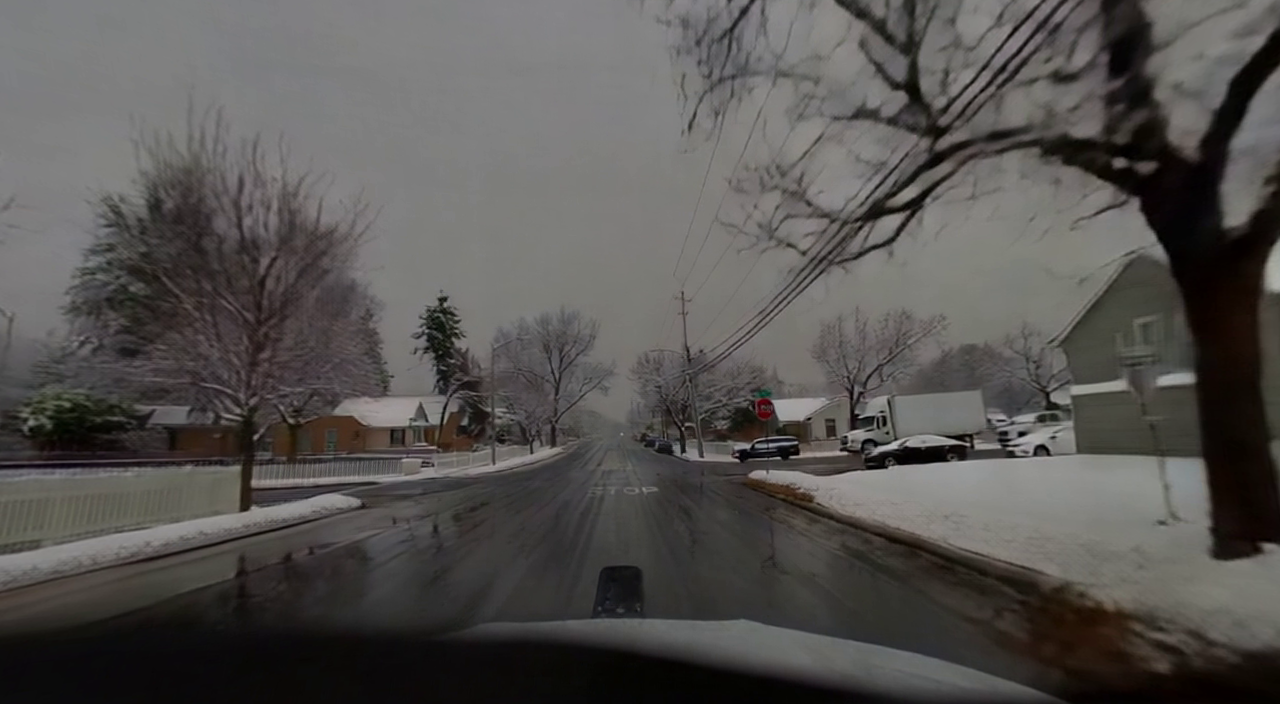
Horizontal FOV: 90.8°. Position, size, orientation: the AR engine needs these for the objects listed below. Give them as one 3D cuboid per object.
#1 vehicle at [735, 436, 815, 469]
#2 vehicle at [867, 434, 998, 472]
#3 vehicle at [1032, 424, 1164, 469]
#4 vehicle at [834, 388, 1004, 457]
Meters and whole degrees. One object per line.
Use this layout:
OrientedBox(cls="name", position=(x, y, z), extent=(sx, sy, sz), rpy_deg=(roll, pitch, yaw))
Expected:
OrientedBox(cls="vehicle", position=(7.320, 5.491, 34.621), extent=(3.867, 1.710, 2.107), rpy_deg=(0, -8, -1))
OrientedBox(cls="vehicle", position=(12.179, 4.233, 26.503), extent=(4.488, 1.507, 1.954), rpy_deg=(0, -8, -4))
OrientedBox(cls="vehicle", position=(19.231, 3.981, 26.668), extent=(3.982, 1.661, 2.106), rpy_deg=(2, -8, -4))
OrientedBox(cls="vehicle", position=(15.012, 3.885, 34.495), extent=(7.759, 3.523, 2.930), rpy_deg=(-1, -9, 0))
